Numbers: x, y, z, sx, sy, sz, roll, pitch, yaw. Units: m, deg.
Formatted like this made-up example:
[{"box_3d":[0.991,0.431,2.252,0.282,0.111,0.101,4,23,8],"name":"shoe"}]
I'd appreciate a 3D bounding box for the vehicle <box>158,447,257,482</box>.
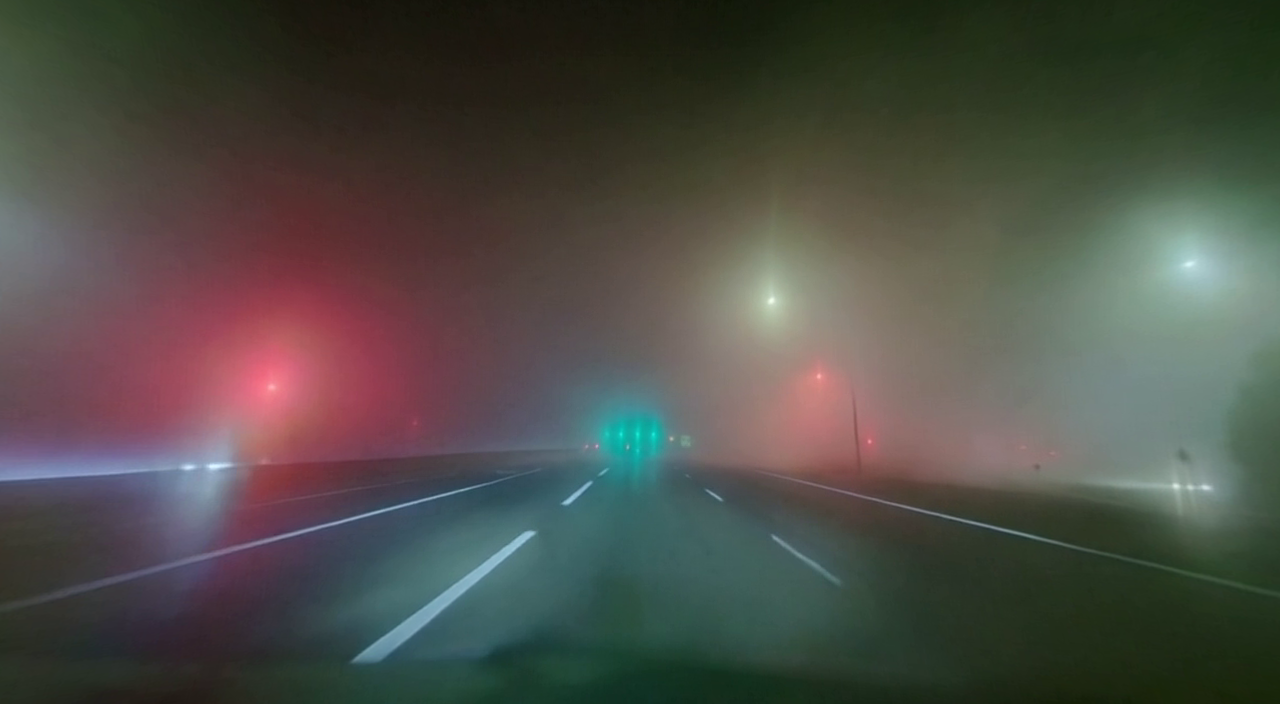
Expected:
[{"box_3d":[-24.000,6.213,35.292,2.082,1.771,4.818,0,-8,0],"name":"vehicle"}]
